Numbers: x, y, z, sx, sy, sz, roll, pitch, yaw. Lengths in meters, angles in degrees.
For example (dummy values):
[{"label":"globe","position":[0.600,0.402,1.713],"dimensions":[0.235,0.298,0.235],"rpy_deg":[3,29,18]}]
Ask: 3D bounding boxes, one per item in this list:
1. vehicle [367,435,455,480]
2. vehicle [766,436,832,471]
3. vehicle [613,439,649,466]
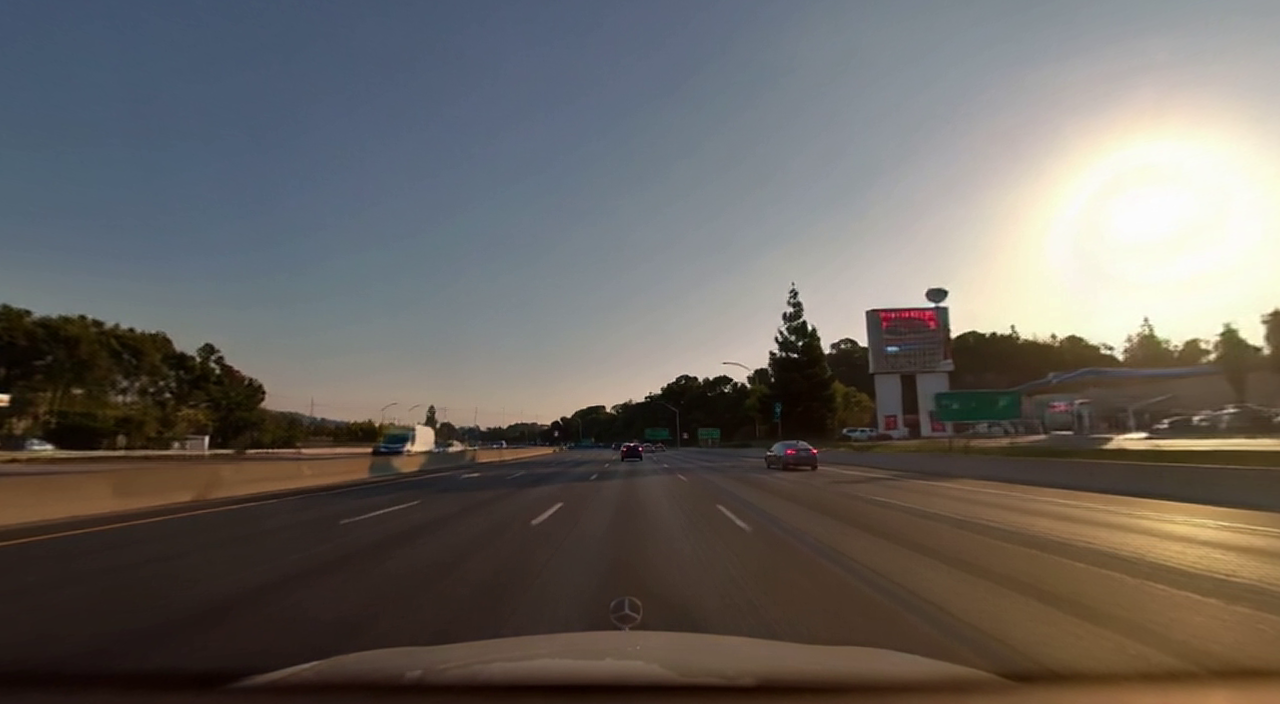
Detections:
[{"label":"vehicle","position":[-9.858,4.567,27.638],"dimensions":[2.005,1.725,5.137],"rpy_deg":[0,-8,-1]},{"label":"vehicle","position":[7.256,4.670,29.162],"dimensions":[1.867,1.463,4.295],"rpy_deg":[0,-8,-1]},{"label":"vehicle","position":[-0.549,5.918,37.171],"dimensions":[1.999,1.473,4.351],"rpy_deg":[0,-8,-1]}]
